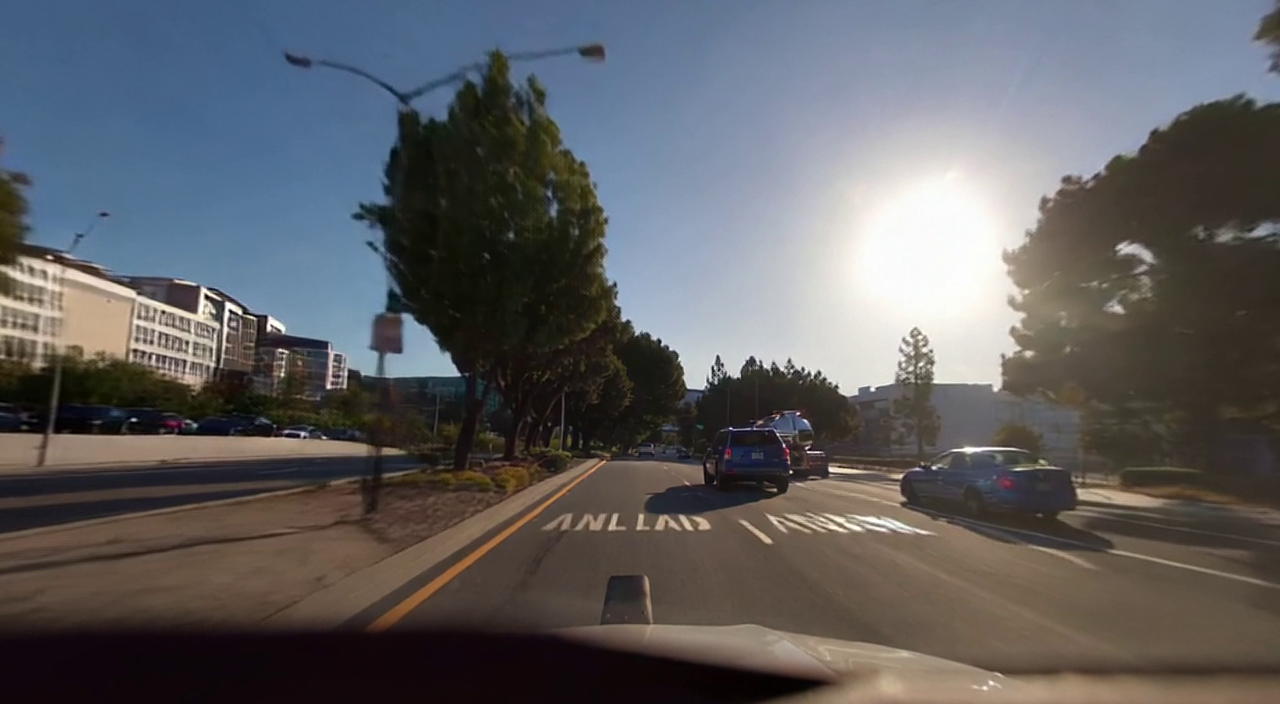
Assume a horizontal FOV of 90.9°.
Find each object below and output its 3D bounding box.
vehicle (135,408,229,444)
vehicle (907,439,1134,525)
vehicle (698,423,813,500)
[{"bbox_3d":[-29.083,4.690,40.041,4.573,1.751,2.109,4,-6,12],"label":"vehicle"},{"bbox_3d":[7.656,2.617,13.326,1.966,1.476,4.270,0,-8,-3],"label":"vehicle"},{"bbox_3d":[2.825,2.817,16.574,2.045,1.729,4.532,0,-8,-1],"label":"vehicle"}]
